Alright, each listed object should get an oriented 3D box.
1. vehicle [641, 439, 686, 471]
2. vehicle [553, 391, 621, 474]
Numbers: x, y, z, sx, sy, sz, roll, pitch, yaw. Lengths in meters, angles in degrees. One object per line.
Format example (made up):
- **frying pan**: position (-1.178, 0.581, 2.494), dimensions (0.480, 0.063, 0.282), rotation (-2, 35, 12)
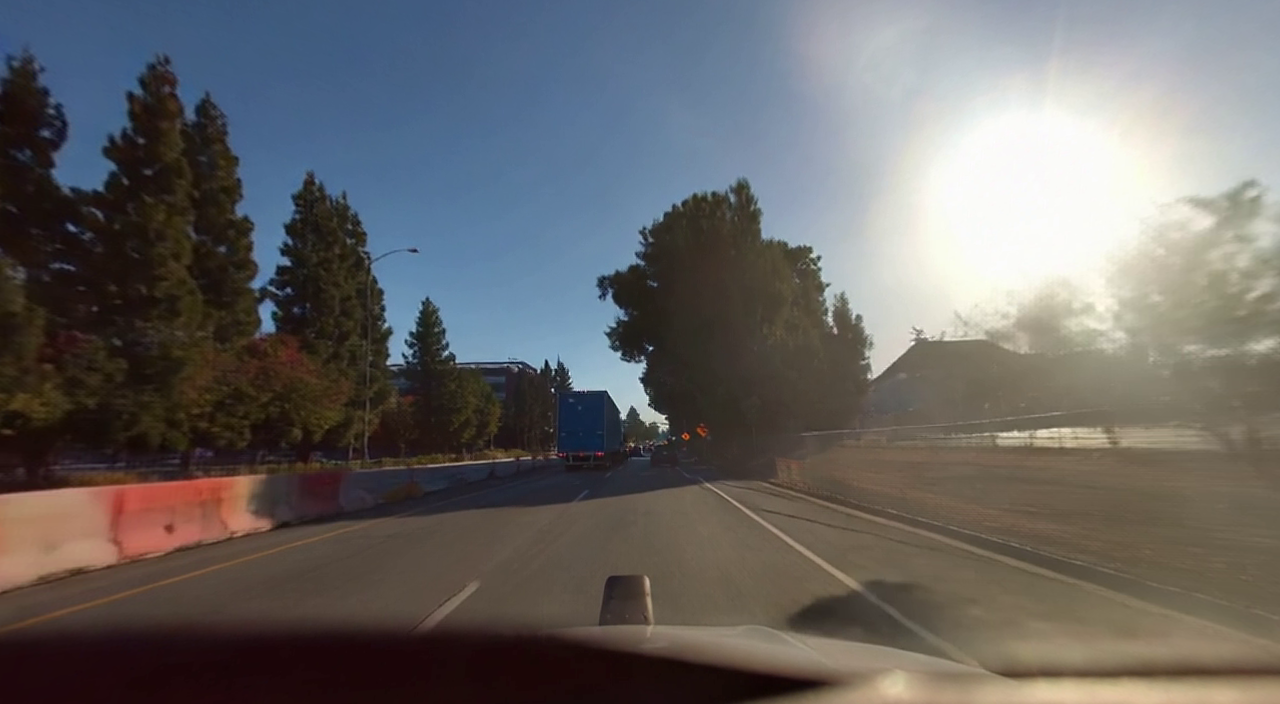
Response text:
- **vehicle**: position (1.209, 5.693, 35.081), dimensions (2.304, 1.675, 4.462), rotation (0, -8, 0)
- **vehicle**: position (-2.922, 5.164, 39.650), dimensions (2.906, 4.115, 15.715), rotation (0, -8, 0)
